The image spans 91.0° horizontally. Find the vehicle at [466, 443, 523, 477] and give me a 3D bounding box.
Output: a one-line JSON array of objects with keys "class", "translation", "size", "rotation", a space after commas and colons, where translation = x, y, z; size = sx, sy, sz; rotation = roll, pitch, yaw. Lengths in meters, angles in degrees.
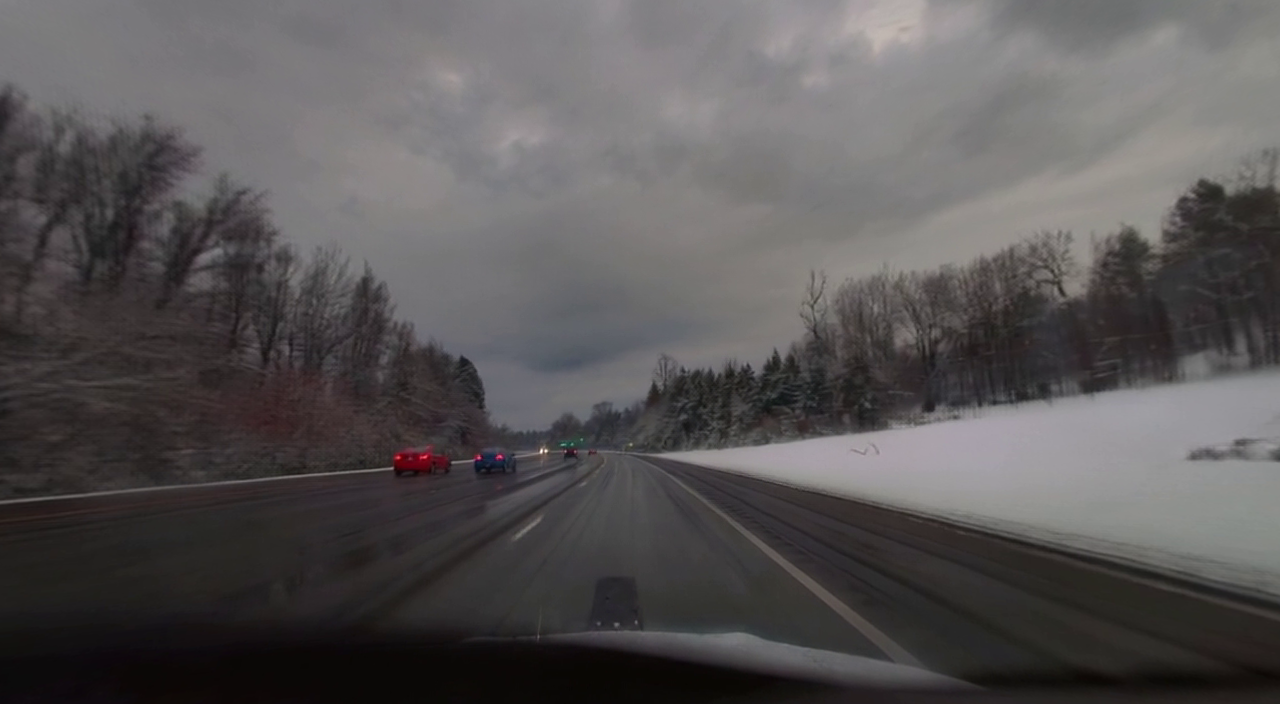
[{"class": "vehicle", "translation": [-7.610, 5.672, 33.335], "size": [2.060, 1.680, 4.255], "rotation": [0, -9, -1]}]

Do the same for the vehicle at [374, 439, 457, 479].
[{"class": "vehicle", "translation": [-11.798, 5.639, 33.555], "size": [2.425, 1.926, 5.584], "rotation": [0, -9, -1]}]
